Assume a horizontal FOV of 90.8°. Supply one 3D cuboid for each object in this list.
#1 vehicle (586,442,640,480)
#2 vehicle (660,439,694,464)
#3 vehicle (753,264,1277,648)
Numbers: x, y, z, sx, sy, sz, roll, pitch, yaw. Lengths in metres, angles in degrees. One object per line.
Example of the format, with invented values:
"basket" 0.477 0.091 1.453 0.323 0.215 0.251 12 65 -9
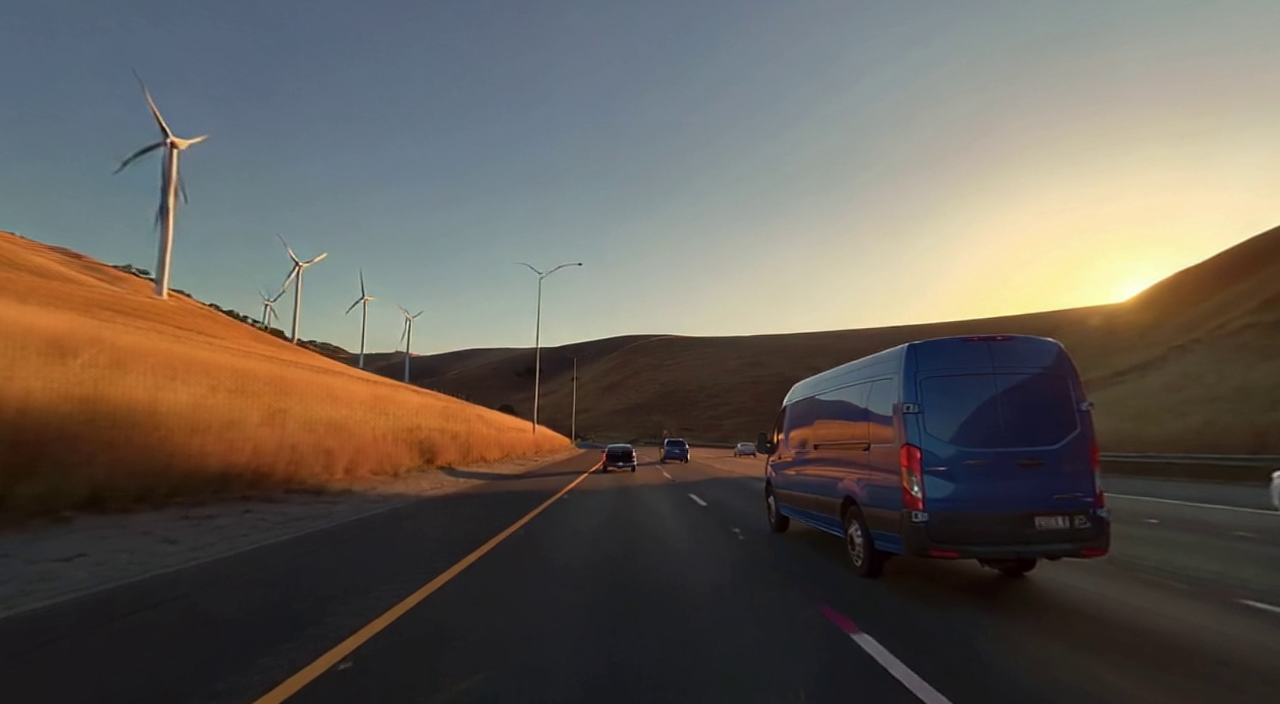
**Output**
"vehicle" -1.053 4.438 26.078 2.082 1.445 3.826 0 -8 -1
"vehicle" 2.615 7.160 45.744 2.108 1.717 3.996 0 -8 -2
"vehicle" 3.040 1.085 7.235 2.365 2.630 5.754 0 -8 0
